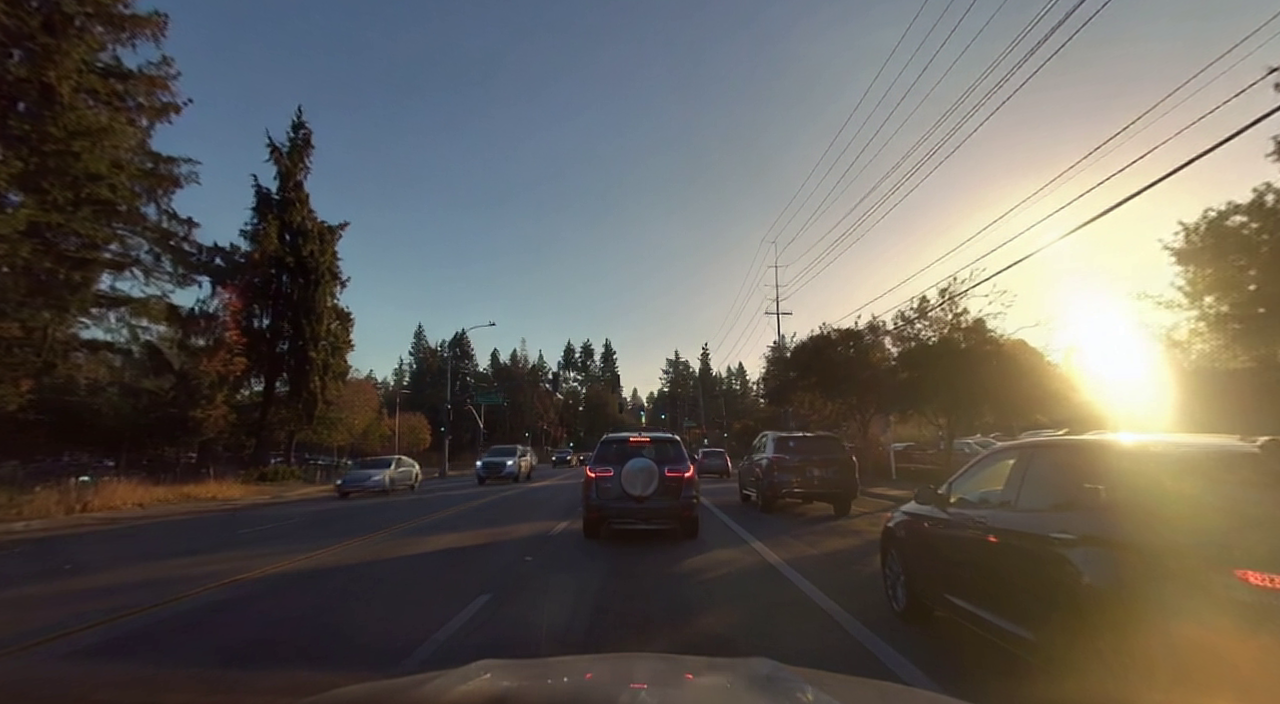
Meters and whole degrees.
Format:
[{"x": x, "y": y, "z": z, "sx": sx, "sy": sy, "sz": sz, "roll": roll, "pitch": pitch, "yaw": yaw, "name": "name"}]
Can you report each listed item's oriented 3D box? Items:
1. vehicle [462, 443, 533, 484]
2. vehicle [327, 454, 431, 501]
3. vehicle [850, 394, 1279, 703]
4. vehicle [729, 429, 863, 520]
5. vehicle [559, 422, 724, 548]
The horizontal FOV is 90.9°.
[{"x": -6.436, "y": 5.084, "z": 29.026, "sx": 2.218, "sy": 1.722, "sz": 4.397, "roll": 0, "pitch": -8, "yaw": 1, "name": "vehicle"}, {"x": -9.319, "y": 4.494, "z": 22.930, "sx": 1.854, "sy": 1.459, "sz": 4.288, "roll": -1, "pitch": -8, "yaw": 1, "name": "vehicle"}, {"x": 2.865, "y": 1.117, "z": 3.505, "sx": 1.950, "sy": 1.487, "sz": 4.275, "roll": 0, "pitch": -8, "yaw": 1, "name": "vehicle"}, {"x": 3.238, "y": 2.613, "z": 13.998, "sx": 1.914, "sy": 1.698, "sz": 4.049, "roll": 0, "pitch": -8, "yaw": 0, "name": "vehicle"}, {"x": 0.036, "y": 2.089, "z": 10.556, "sx": 2.200, "sy": 1.653, "sz": 4.127, "roll": 0, "pitch": -8, "yaw": 1, "name": "vehicle"}]
